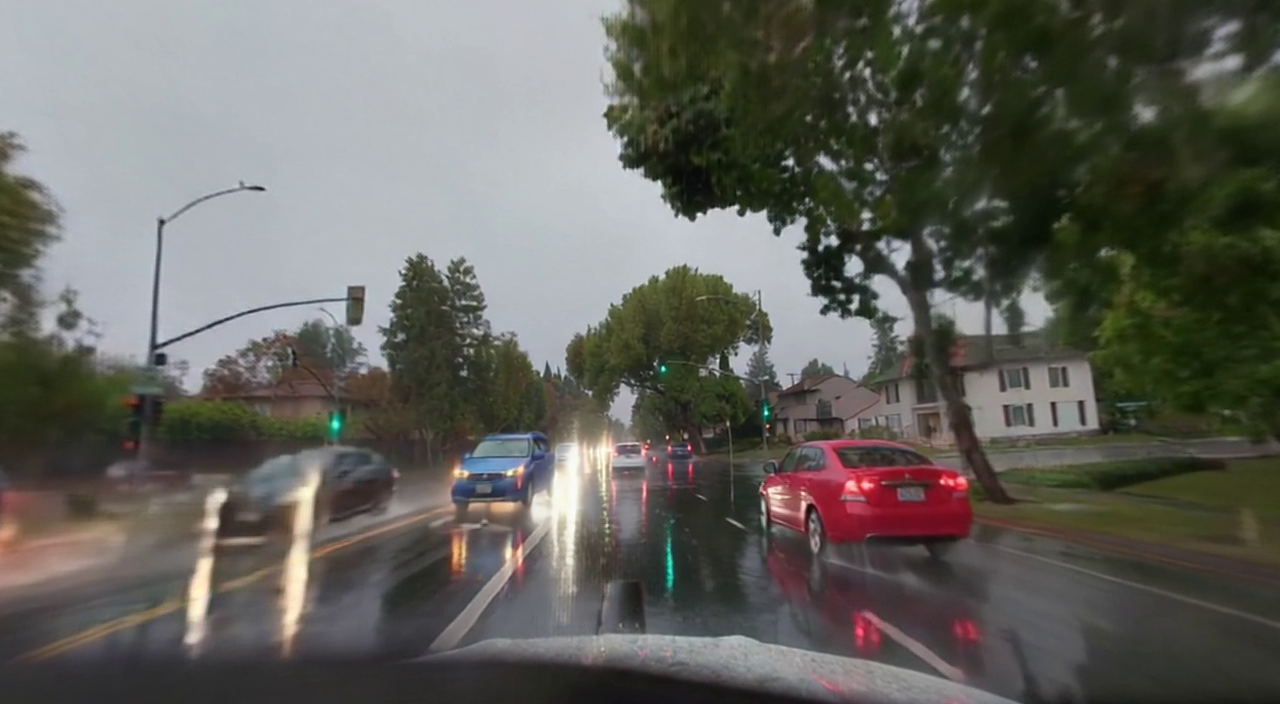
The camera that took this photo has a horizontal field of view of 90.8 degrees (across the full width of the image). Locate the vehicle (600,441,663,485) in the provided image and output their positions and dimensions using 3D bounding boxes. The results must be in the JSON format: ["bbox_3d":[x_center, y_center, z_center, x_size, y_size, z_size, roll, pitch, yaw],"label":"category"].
[{"bbox_3d":[-0.363,4.058,23.477,2.114,1.483,4.207,0,-8,-2],"label":"vehicle"}]

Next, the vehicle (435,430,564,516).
[{"bbox_3d":[-3.202,2.881,15.747,2.083,1.741,5.530,0,-8,-1],"label":"vehicle"}]

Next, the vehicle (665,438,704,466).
[{"bbox_3d":[3.129,7.168,45.404,2.187,1.847,4.553,0,-8,-3],"label":"vehicle"}]

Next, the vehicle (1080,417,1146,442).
[{"bbox_3d":[33.493,5.526,44.867,1.891,1.644,3.671,-1,-8,1],"label":"vehicle"}]

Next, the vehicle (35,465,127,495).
[{"bbox_3d":[-37.640,8.590,42.730,1.876,1.763,4.515,-1,-9,4],"label":"vehicle"}]

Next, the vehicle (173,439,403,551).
[{"bbox_3d":[-6.107,2.475,11.662,2.051,1.663,4.031,0,-8,-3],"label":"vehicle"}]

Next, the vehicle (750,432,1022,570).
[{"bbox_3d":[3.015,1.916,8.988,1.973,1.447,4.402,0,-8,-2],"label":"vehicle"}]
